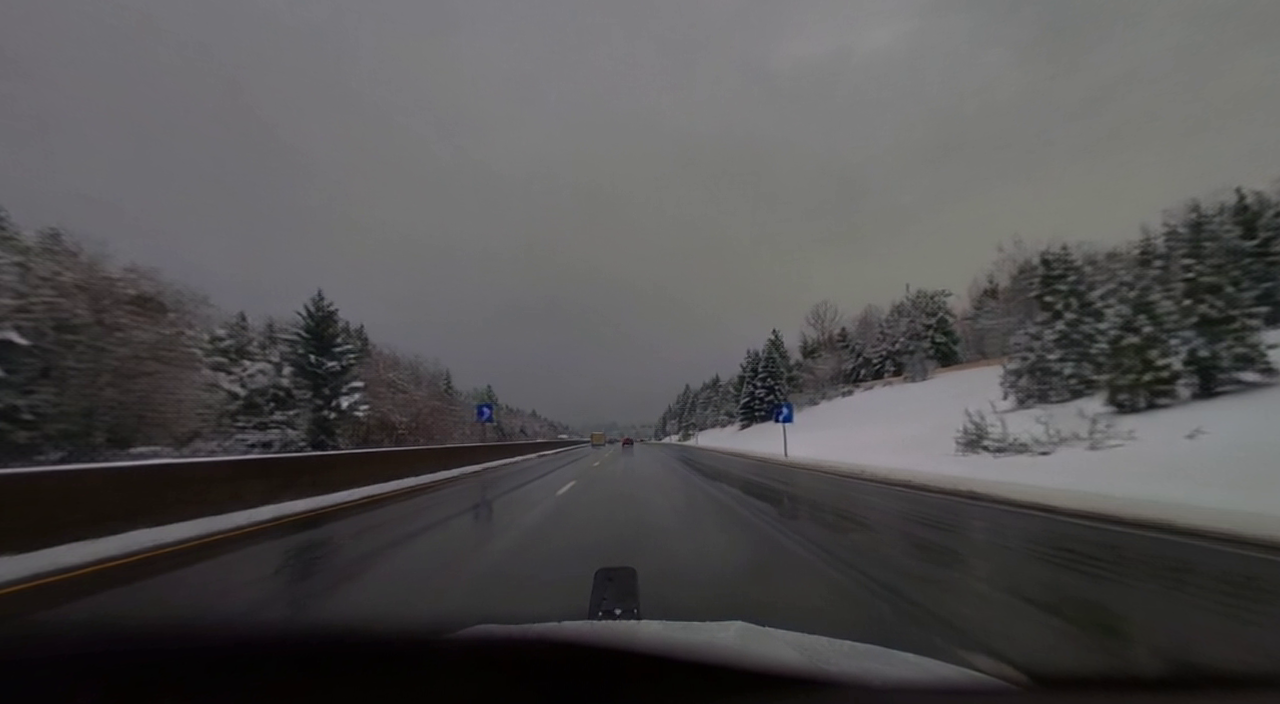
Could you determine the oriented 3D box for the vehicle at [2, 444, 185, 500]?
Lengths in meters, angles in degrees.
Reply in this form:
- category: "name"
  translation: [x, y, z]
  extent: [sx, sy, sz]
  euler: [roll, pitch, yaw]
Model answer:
- category: "vehicle"
  translation: [-16.463, 3.595, 19.338]
  extent: [1.919, 1.451, 4.196]
  euler: [0, -8, -2]
